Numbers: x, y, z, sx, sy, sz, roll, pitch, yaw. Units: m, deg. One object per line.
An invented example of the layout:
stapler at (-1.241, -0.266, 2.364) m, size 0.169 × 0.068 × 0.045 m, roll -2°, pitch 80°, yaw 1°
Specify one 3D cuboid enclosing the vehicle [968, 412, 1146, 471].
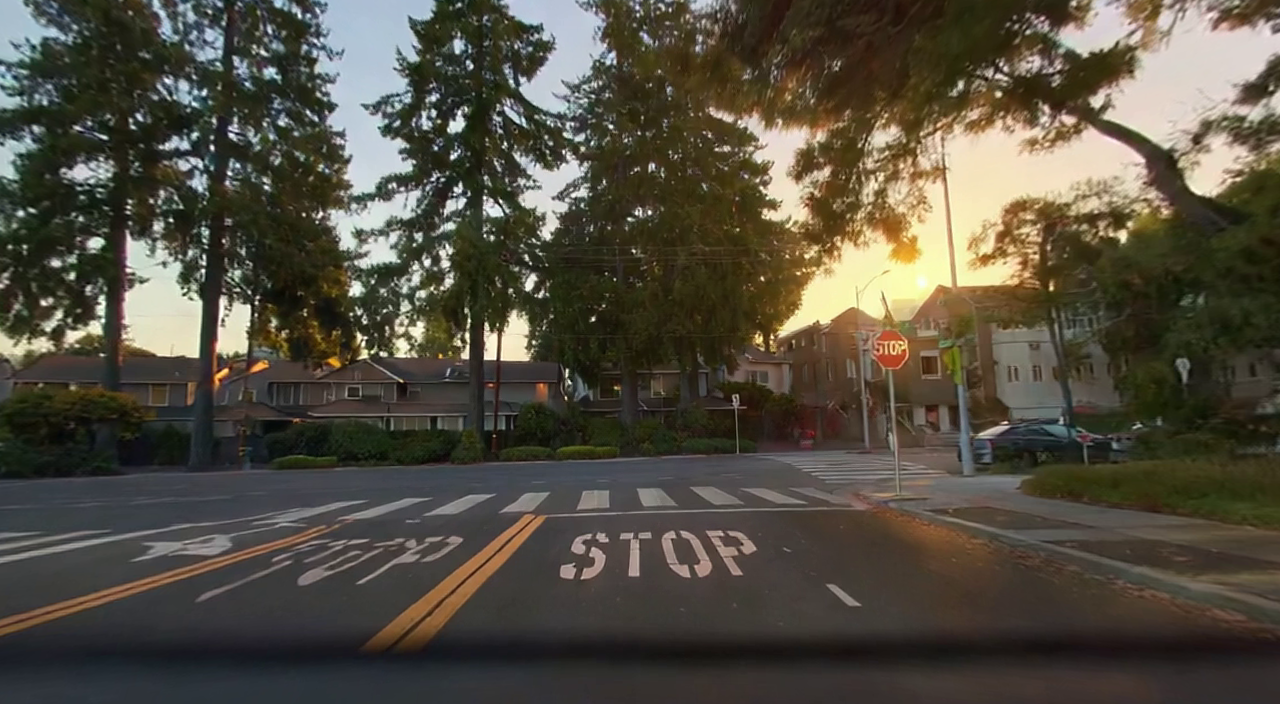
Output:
vehicle at (12.902, 2.787, 19.707) m, size 4.208 × 1.685 × 2.014 m, roll 1°, pitch -8°, yaw -7°
